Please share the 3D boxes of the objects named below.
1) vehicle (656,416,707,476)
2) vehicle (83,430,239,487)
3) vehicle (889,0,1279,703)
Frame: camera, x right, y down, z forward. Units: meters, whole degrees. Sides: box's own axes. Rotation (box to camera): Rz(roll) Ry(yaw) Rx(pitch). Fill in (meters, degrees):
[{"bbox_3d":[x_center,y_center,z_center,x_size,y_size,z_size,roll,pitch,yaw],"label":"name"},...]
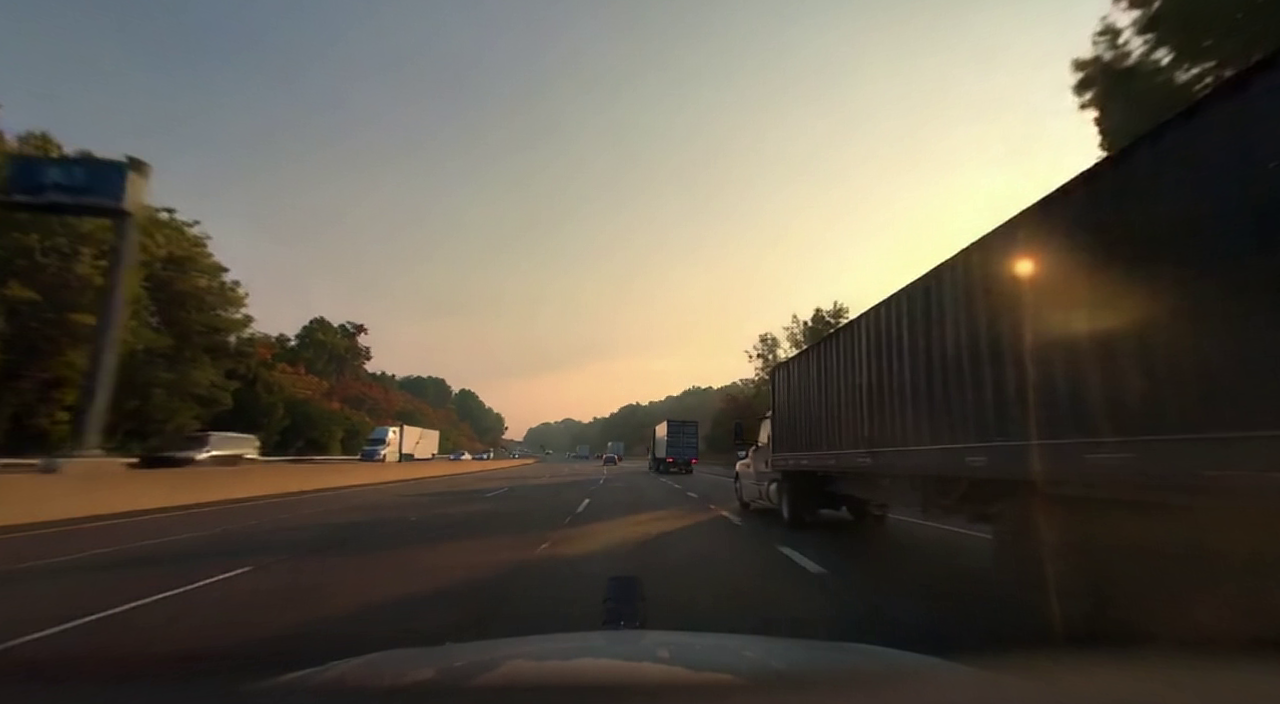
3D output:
[{"bbox_3d":[2.960,7.105,47.570,2.826,4.035,8.369,1,-9,-3],"label":"vehicle"},{"bbox_3d":[-17.244,3.876,23.115,2.086,1.861,4.677,0,-9,-1],"label":"vehicle"},{"bbox_3d":[4.319,0.055,3.329,2.832,3.839,7.263,0,-9,-1],"label":"vehicle"}]
